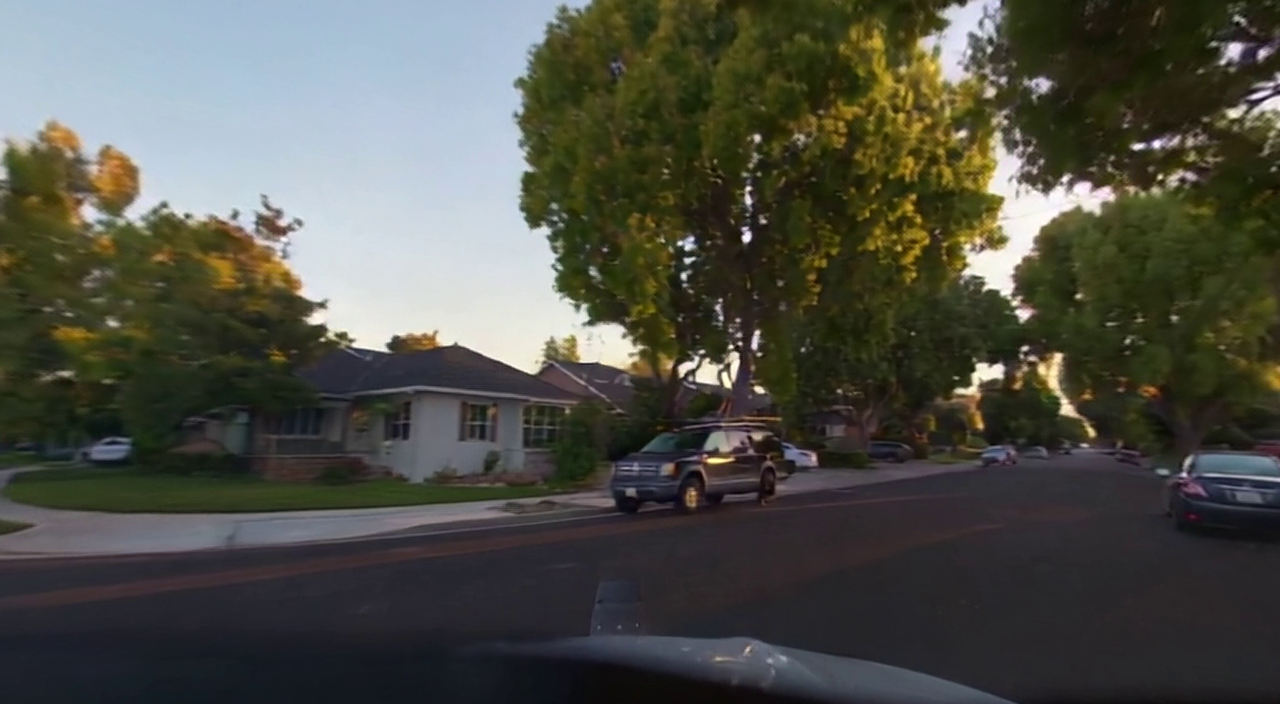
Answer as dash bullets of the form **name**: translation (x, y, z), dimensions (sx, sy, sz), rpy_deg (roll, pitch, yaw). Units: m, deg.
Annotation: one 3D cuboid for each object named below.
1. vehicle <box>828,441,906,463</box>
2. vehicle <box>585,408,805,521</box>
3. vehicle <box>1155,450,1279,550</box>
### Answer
- **vehicle**: translation (16.818, 7.393, 46.792), dimensions (4.977, 1.558, 2.079), rpy_deg (-6, -11, 37)
- **vehicle**: translation (1.592, 2.578, 14.847), dimensions (2.337, 2.084, 6.088), rpy_deg (-7, -11, 35)
- **vehicle**: translation (10.669, 2.481, 11.216), dimensions (1.959, 1.431, 4.647), rpy_deg (-6, -11, 36)
